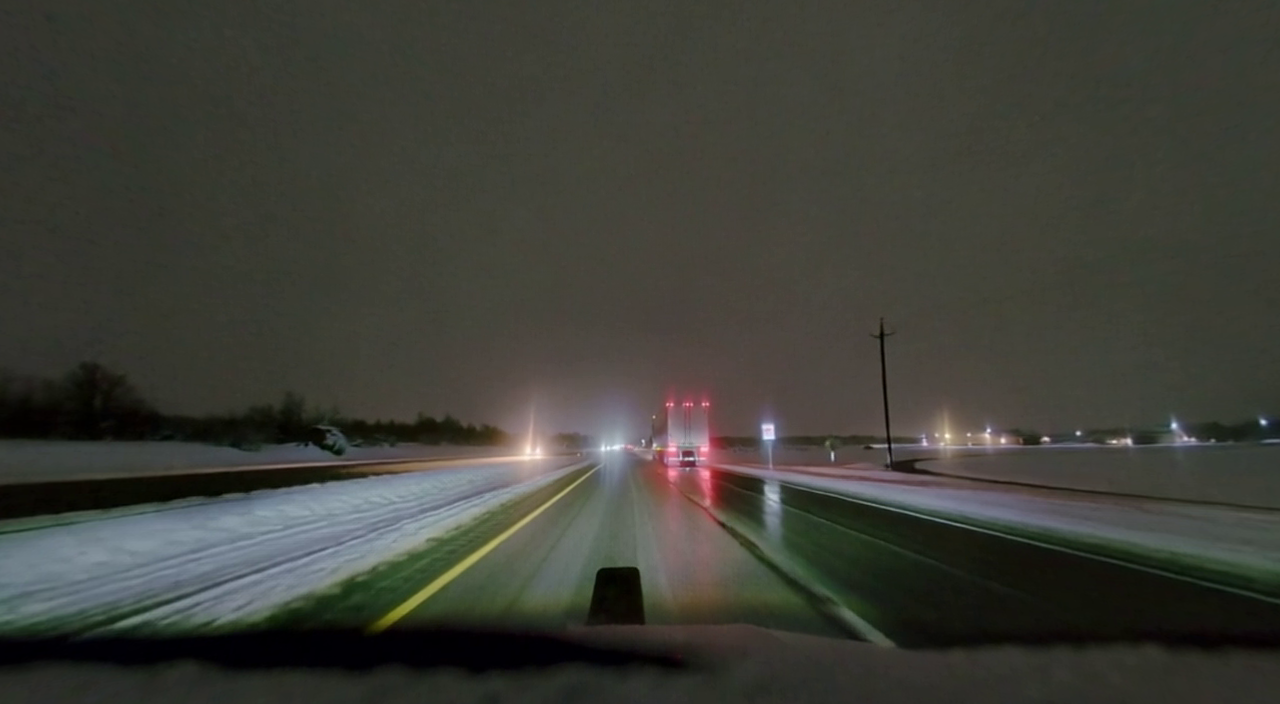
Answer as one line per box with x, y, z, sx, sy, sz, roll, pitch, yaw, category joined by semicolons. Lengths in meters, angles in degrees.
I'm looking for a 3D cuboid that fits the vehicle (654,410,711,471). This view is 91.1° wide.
3.015;6.946;49.193;2.938;4.076;13.362;0;-8;-3;vehicle
